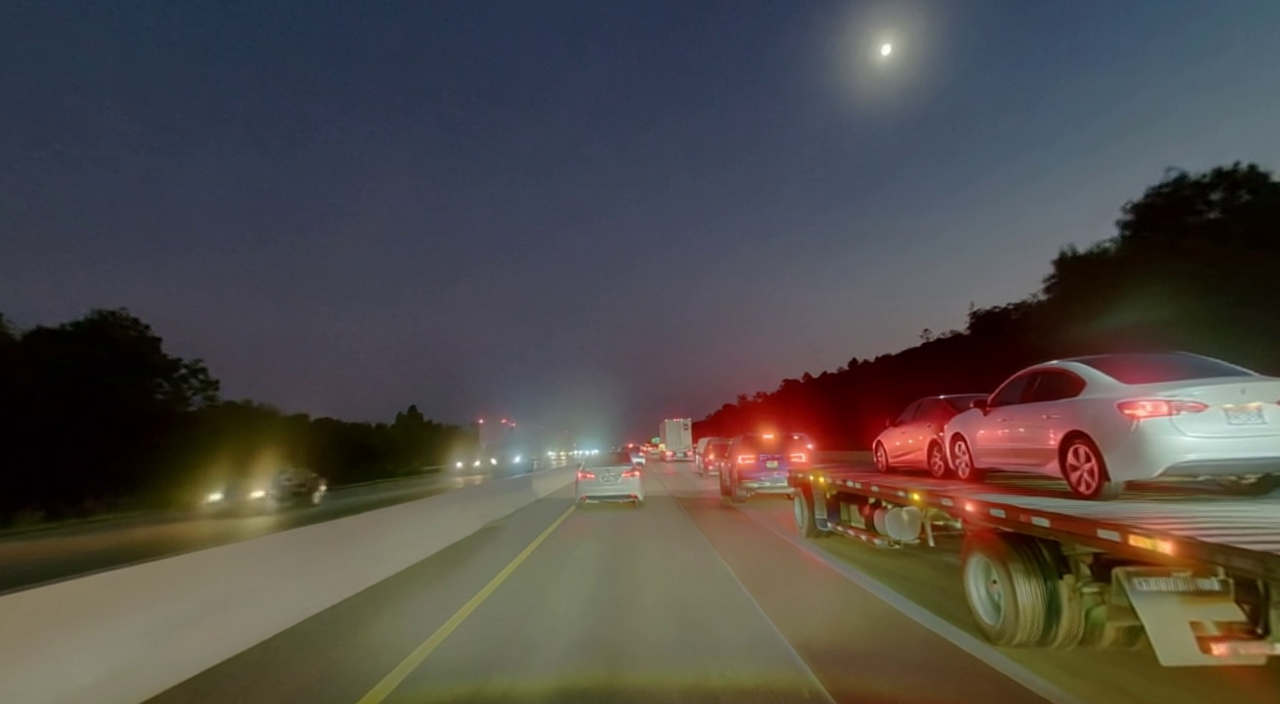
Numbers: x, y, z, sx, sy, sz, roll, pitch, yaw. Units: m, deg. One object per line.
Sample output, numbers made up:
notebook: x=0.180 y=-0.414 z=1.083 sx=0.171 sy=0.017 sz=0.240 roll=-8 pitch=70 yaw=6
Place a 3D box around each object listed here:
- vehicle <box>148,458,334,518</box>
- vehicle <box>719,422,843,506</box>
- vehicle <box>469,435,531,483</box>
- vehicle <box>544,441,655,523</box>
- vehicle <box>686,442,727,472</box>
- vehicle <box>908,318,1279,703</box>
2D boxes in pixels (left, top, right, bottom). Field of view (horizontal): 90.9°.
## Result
vehicle: x=-11.811 y=4.039 z=19.235 sx=2.431 sy=1.508 sz=4.935 roll=0 pitch=-9 yaw=0
vehicle: x=3.469 y=2.878 z=16.421 sx=2.303 sy=1.889 sz=3.920 roll=0 pitch=-9 yaw=0
vehicle: x=-8.277 y=6.390 z=37.976 sx=2.385 sy=2.627 sz=5.771 roll=0 pitch=-9 yaw=0
vehicle: x=-0.712 y=2.644 z=13.258 sx=1.991 sy=1.466 sz=3.675 roll=0 pitch=-9 yaw=0
vehicle: x=3.854 y=6.185 z=37.217 sx=1.938 sy=1.660 sz=4.223 roll=0 pitch=-9 yaw=-1
vehicle: x=3.492 y=0.937 z=3.573 sx=1.959 sy=1.783 sz=4.407 roll=0 pitch=-9 yaw=0
